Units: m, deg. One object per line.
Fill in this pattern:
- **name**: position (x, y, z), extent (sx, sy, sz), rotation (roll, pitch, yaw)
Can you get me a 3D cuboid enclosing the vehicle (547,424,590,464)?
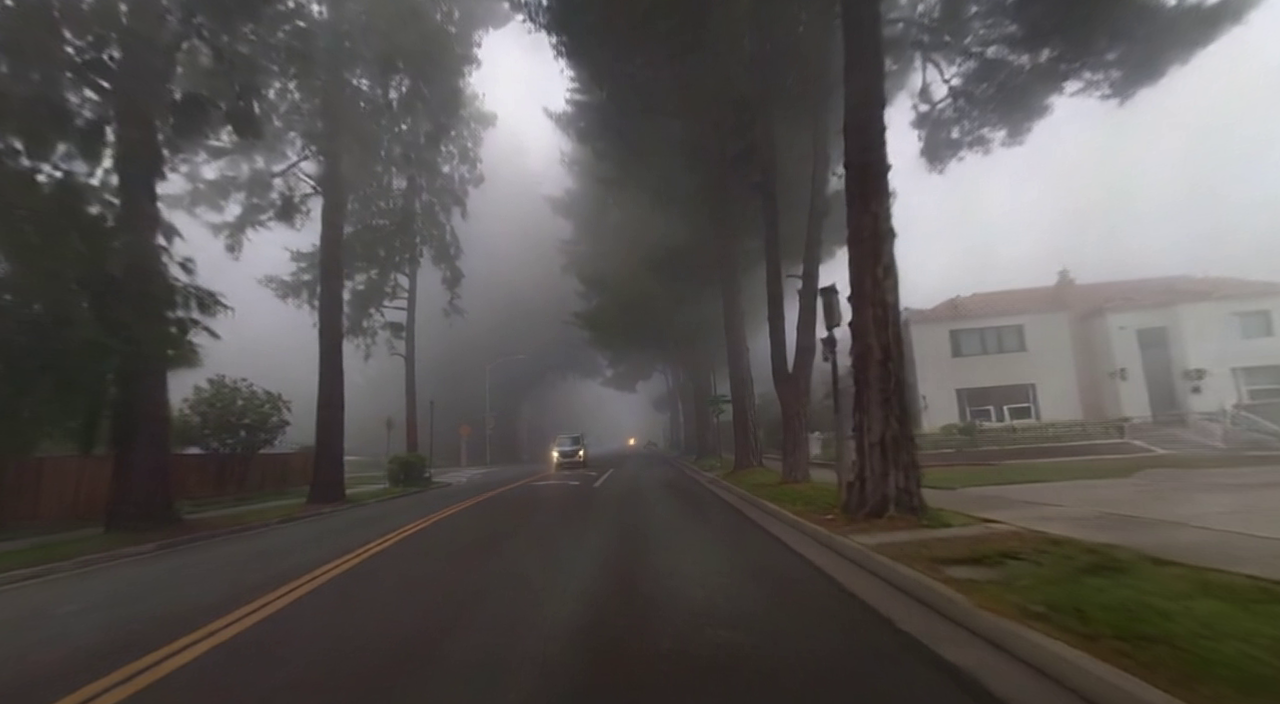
- **vehicle**: position (-5.242, 6.881, 47.225), extent (2.303, 2.760, 5.868), rotation (0, -8, 2)
